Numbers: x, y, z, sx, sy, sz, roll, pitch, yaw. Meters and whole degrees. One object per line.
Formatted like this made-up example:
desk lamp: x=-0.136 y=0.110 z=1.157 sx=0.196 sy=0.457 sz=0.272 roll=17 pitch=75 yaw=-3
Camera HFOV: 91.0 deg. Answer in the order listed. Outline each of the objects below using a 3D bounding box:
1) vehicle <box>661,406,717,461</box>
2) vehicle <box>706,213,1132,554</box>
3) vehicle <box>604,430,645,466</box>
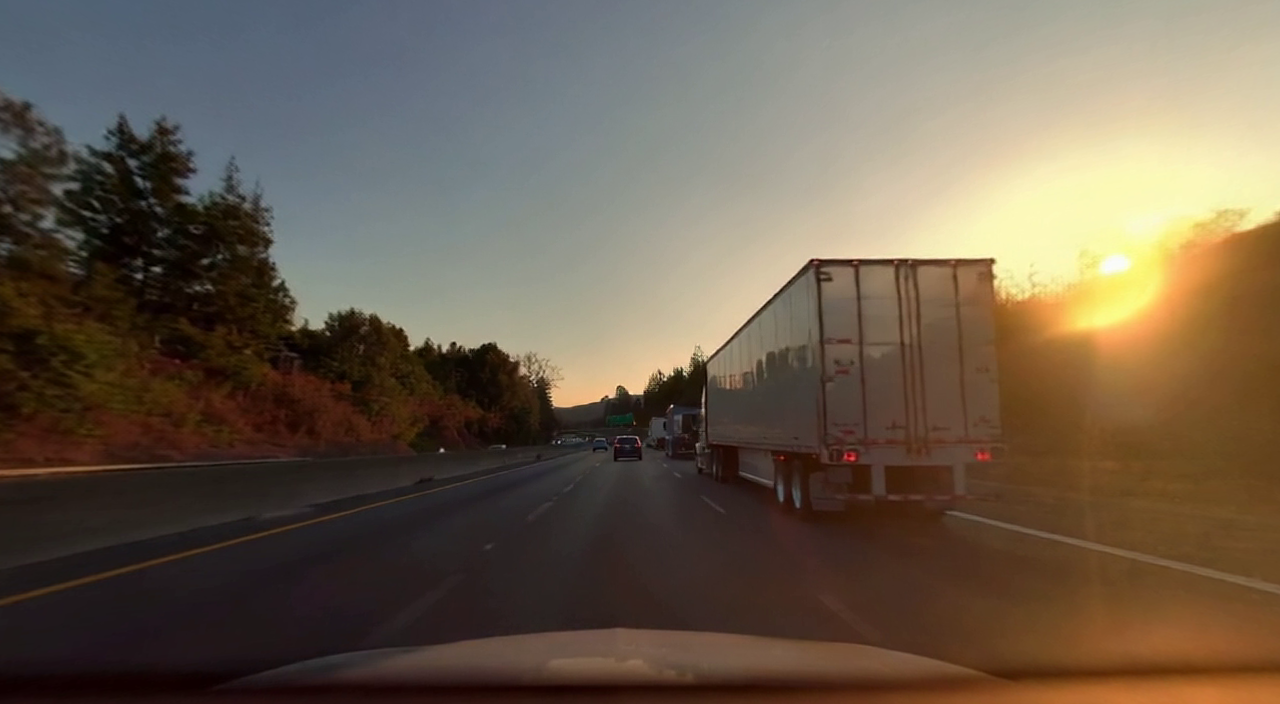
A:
vehicle: x=3.462 y=6.212 z=47.491 sx=2.947 sy=3.657 sz=11.192 roll=0 pitch=-8 yaw=-2
vehicle: x=4.043 y=1.322 z=14.763 sx=3.005 sy=4.121 sz=14.417 roll=0 pitch=-8 yaw=-2
vehicle: x=-0.875 y=5.490 z=36.048 sx=2.211 sy=1.933 sz=4.315 roll=0 pitch=-8 yaw=-2
